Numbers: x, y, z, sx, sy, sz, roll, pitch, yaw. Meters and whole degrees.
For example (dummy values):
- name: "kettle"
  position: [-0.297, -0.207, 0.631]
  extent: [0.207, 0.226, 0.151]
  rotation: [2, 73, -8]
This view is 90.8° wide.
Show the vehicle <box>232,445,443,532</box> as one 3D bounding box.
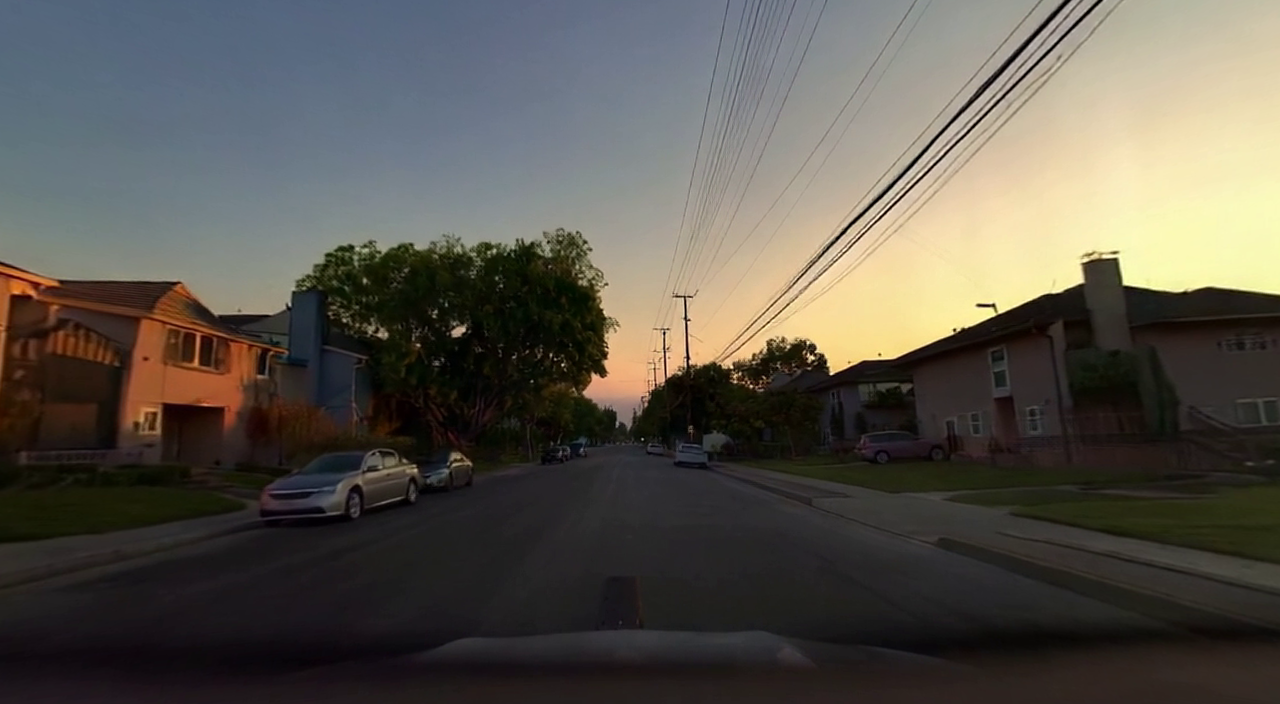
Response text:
- name: "vehicle"
  position: [-6.243, 2.824, 13.943]
  extent: [2.208, 1.491, 5.089]
  rotation: [0, -8, -1]

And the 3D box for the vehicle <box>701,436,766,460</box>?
- name: "vehicle"
  position: [6.989, 7.216, 47.462]
  extent: [4.486, 1.788, 2.177]
  rotation: [0, -9, -1]

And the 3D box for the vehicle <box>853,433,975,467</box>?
- name: "vehicle"
  position: [12.290, 4.419, 28.524]
  extent: [4.605, 1.492, 1.898]
  rotation: [0, -9, 0]

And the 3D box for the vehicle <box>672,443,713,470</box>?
- name: "vehicle"
  position: [3.038, 6.108, 37.249]
  extent: [1.925, 1.482, 4.326]
  rotation: [0, -9, -2]
